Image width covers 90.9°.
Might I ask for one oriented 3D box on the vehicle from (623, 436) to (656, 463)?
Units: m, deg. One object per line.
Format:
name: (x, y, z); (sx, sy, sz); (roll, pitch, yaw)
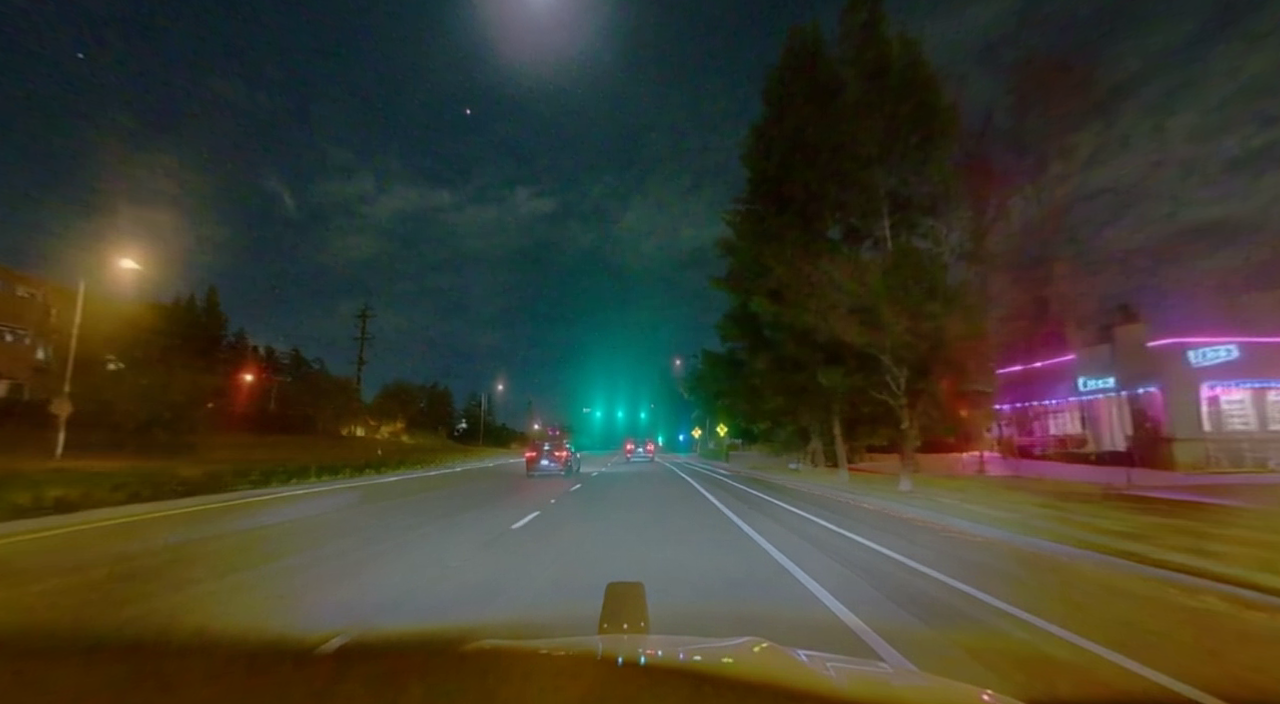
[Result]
vehicle: (0.000, 6.712, 43.659); (2.153, 1.764, 4.047); (0, -8, 1)

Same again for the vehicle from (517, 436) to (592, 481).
vehicle: (-2.986, 3.846, 23.039); (2.015, 1.470, 4.458); (0, -8, 1)
